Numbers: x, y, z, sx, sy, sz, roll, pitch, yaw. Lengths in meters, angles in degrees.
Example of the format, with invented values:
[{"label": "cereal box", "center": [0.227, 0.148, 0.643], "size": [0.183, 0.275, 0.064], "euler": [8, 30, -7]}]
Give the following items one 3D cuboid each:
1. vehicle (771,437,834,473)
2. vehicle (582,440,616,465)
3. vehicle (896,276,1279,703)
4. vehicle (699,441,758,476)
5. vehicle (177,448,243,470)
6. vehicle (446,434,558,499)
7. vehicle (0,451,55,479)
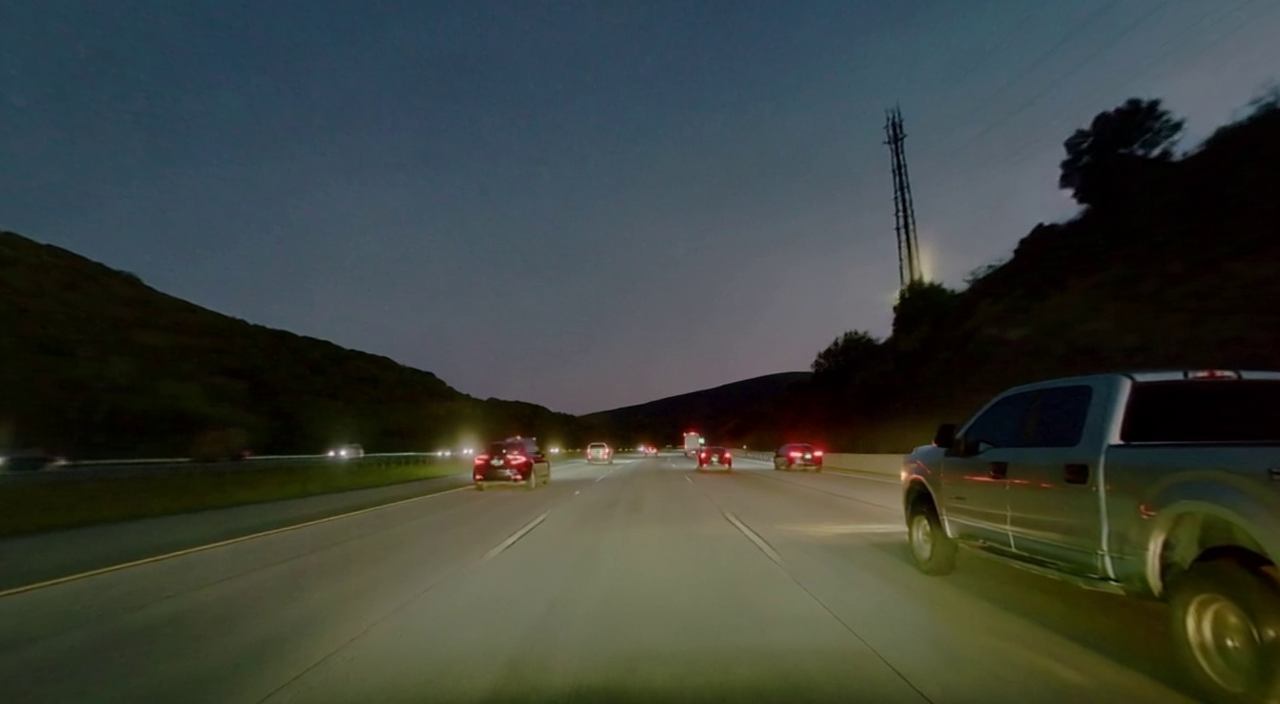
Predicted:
[{"label": "vehicle", "center": [8.030, 5.113, 31.566], "size": [1.986, 1.633, 4.430], "euler": [0, -8, 0]}, {"label": "vehicle", "center": [-2.913, 7.285, 45.860], "size": [2.021, 1.679, 4.310], "euler": [-1, -8, 3]}, {"label": "vehicle", "center": [3.449, 0.820, 3.265], "size": [2.098, 1.925, 5.171], "euler": [0, -8, 1]}, {"label": "vehicle", "center": [3.966, 4.837, 28.899], "size": [2.046, 1.471, 4.333], "euler": [0, -8, 0]}, {"label": "vehicle", "center": [-30.176, 7.495, 44.402], "size": [1.719, 1.419, 4.075], "euler": [0, -8, 2]}, {"label": "vehicle", "center": [-3.819, 3.250, 18.365], "size": [2.113, 1.636, 4.494], "euler": [-1, -8, 2]}, {"label": "vehicle", "center": [-34.286, 6.041, 33.871], "size": [1.686, 1.423, 4.192], "euler": [0, -8, 1]}]
